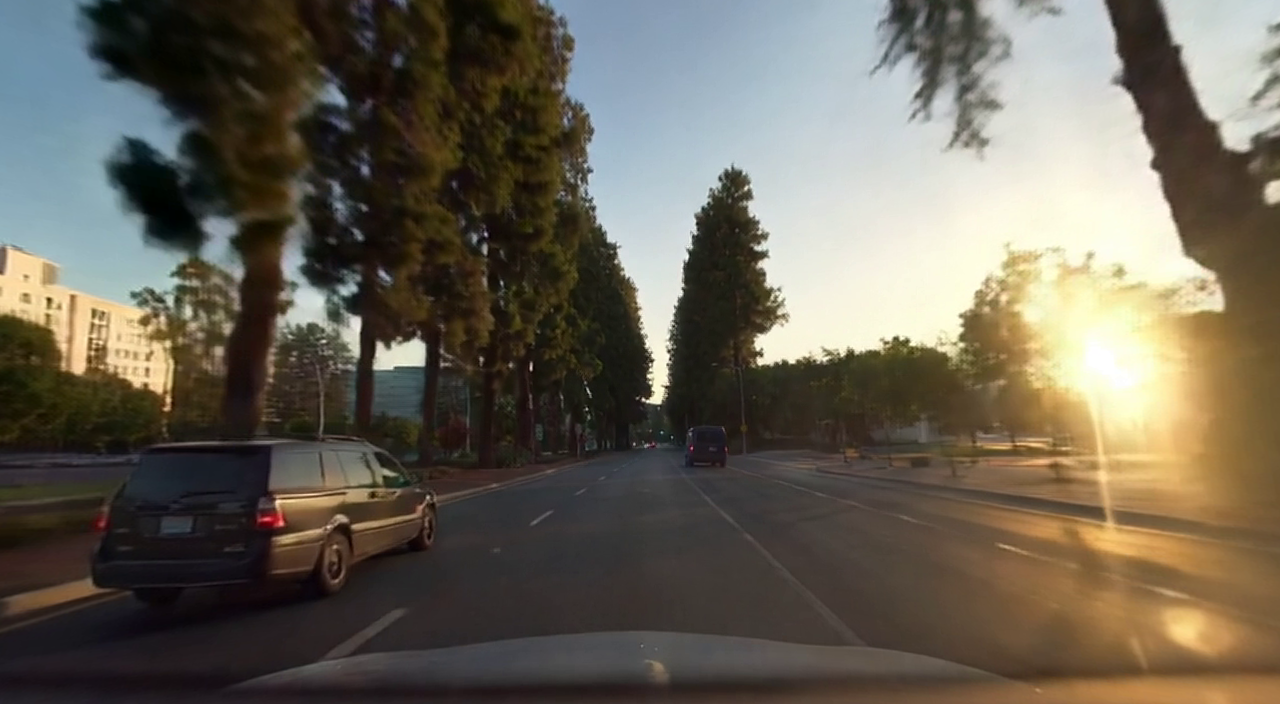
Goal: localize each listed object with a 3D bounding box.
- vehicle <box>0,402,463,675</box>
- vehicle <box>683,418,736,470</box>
[{"bbox_3d":[-3.490,1.446,6.090,2.129,1.602,4.532,0,-8,2],"label":"vehicle"},{"bbox_3d":[3.820,5.232,35.687,2.349,2.671,5.744,0,-8,0],"label":"vehicle"}]
